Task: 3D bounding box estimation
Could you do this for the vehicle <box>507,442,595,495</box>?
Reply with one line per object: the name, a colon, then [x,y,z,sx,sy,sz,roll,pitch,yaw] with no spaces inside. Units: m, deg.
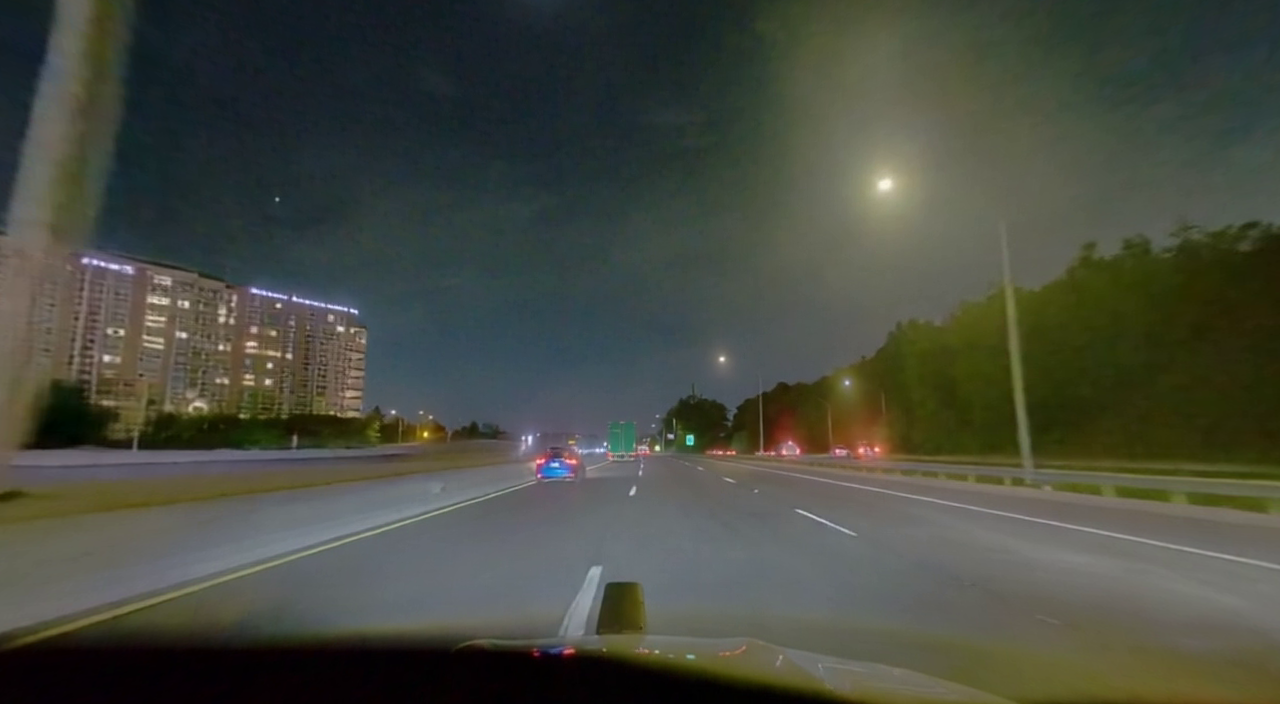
vehicle: [-2.675,3.640,20.107,2.039,1.478,4.483,0,-9,2]
